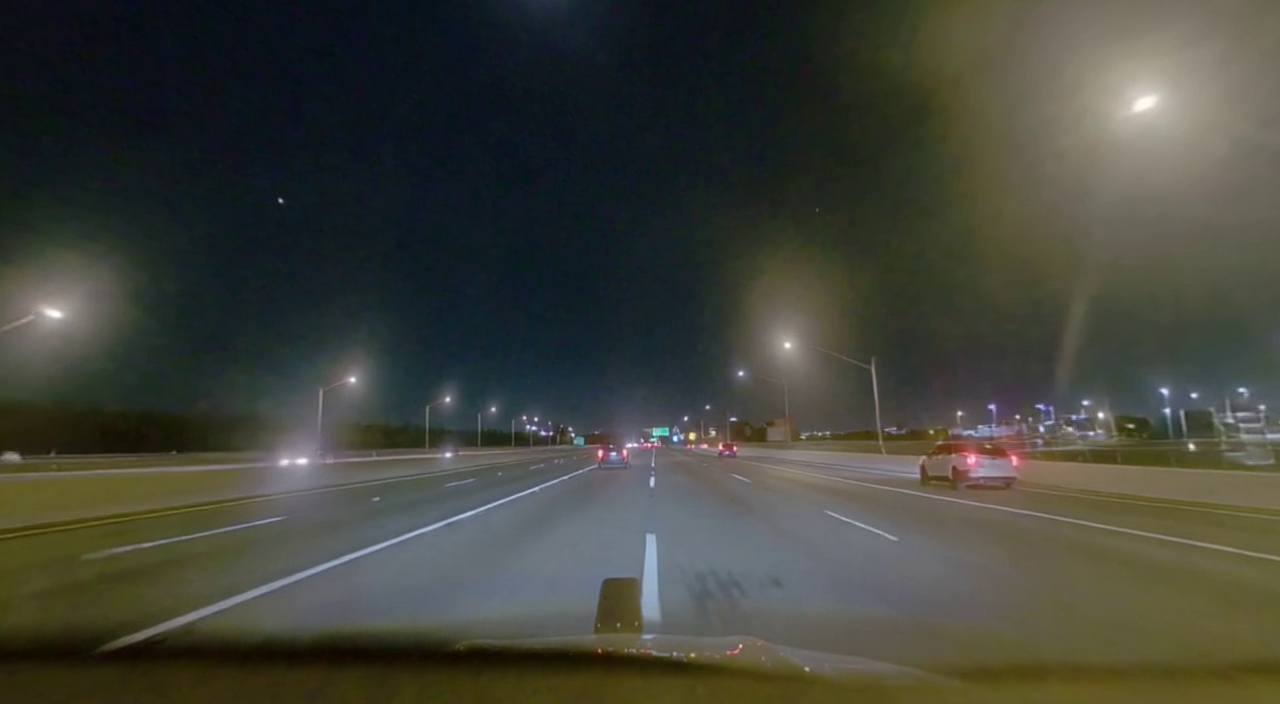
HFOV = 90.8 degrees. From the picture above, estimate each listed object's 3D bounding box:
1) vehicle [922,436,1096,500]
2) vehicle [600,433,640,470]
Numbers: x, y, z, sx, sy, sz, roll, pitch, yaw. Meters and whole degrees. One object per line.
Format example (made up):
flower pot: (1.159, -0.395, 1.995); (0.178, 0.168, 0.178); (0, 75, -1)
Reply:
vehicle: (9.427, 2.981, 16.687); (1.900, 1.432, 4.519); (0, -8, 1)
vehicle: (-0.988, 5.334, 34.019); (1.893, 1.827, 4.513); (0, -9, 1)
